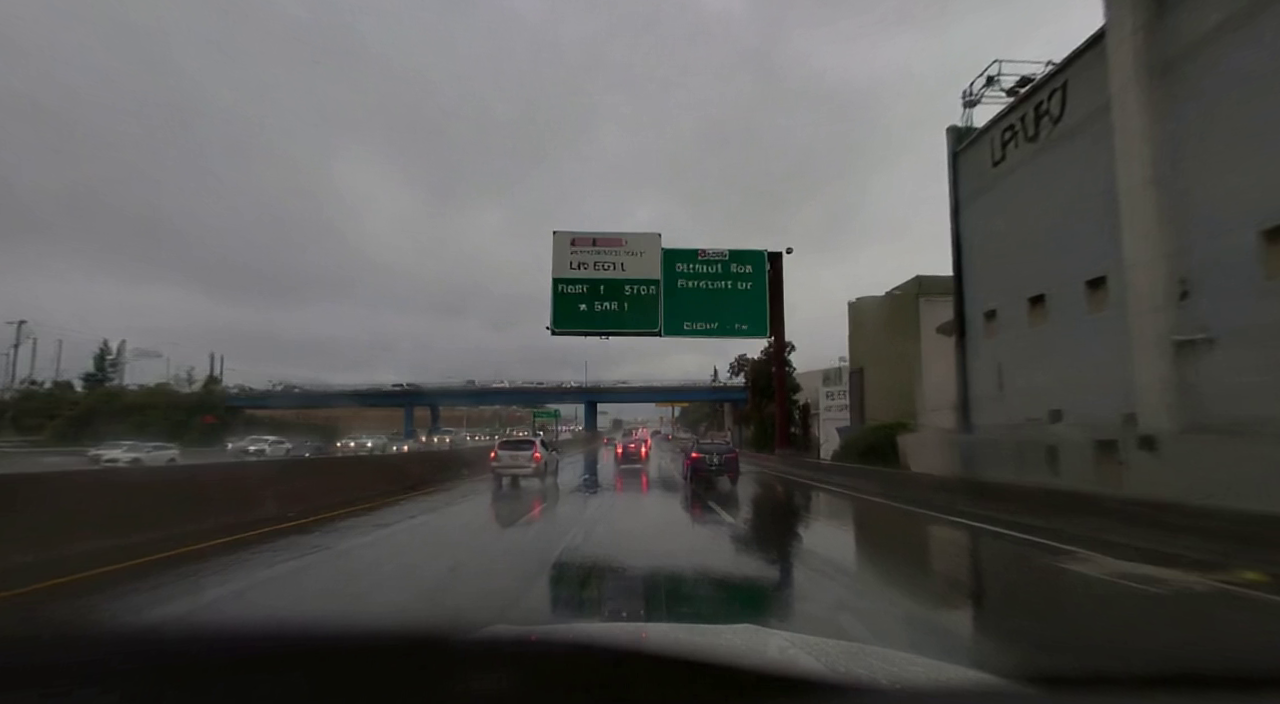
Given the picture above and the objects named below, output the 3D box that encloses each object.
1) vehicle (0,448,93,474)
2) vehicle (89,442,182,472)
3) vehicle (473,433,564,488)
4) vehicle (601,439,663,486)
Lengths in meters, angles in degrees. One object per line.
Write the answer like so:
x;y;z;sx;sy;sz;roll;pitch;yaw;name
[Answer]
-35.755;6.483;37.716;1.971;1.433;4.577;0;-8;0;vehicle
-28.516;5.929;35.817;1.877;1.582;4.025;0;-8;0;vehicle
-3.794;3.473;20.502;2.064;1.589;4.213;0;-8;1;vehicle
-0.257;3.578;20.827;1.877;1.386;3.872;0;-8;-1;vehicle
